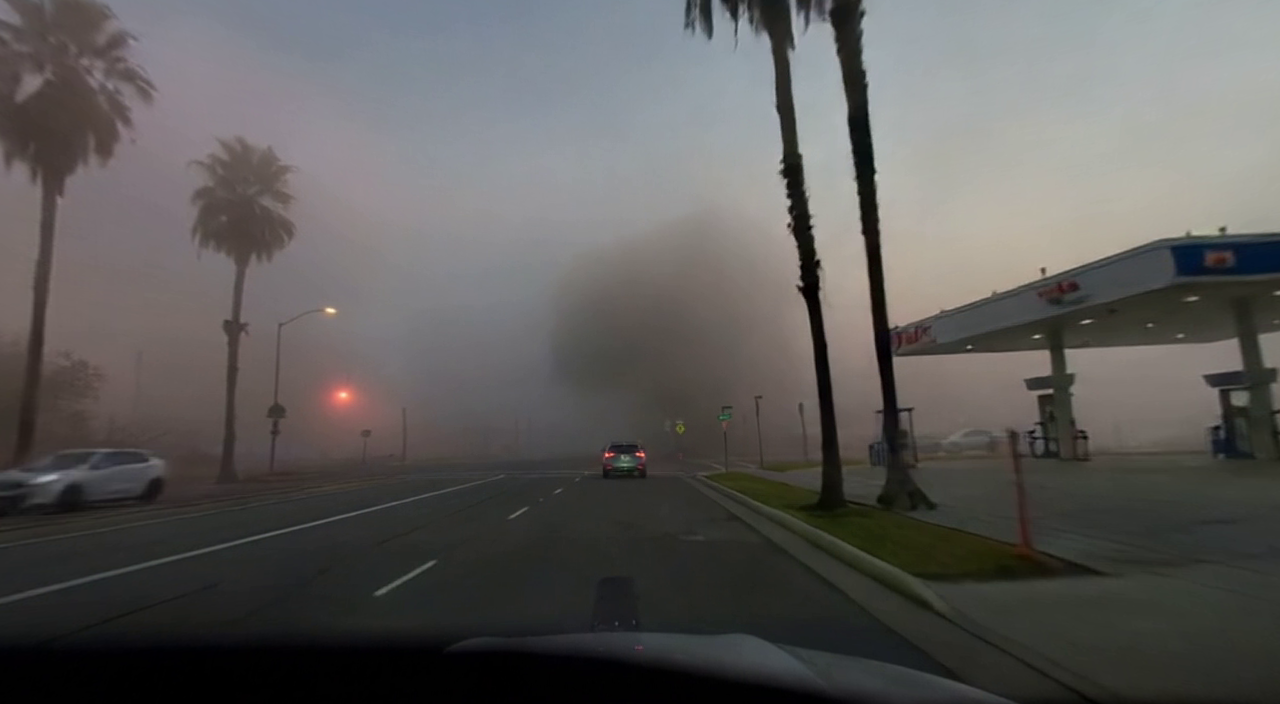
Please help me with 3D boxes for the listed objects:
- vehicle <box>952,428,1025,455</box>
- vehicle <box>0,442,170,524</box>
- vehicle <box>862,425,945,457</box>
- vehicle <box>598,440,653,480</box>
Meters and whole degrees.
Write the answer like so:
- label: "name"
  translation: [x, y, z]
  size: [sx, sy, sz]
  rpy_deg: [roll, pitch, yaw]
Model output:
- label: "vehicle"
  translation: [24.606, 6.310, 44.627]
  size: [4.025, 1.827, 1.852]
  rpy_deg: [0, -9, -3]
- label: "vehicle"
  translation: [-14.416, 3.115, 15.694]
  size: [2.026, 1.722, 4.463]
  rpy_deg: [0, -9, -1]
- label: "vehicle"
  translation: [18.470, 6.267, 44.447]
  size: [4.747, 2.178, 2.336]
  rpy_deg: [0, -9, -3]
- label: "vehicle"
  translation: [-0.574, 4.374, 25.891]
  size: [2.076, 1.486, 4.119]
  rpy_deg: [0, -8, -1]
